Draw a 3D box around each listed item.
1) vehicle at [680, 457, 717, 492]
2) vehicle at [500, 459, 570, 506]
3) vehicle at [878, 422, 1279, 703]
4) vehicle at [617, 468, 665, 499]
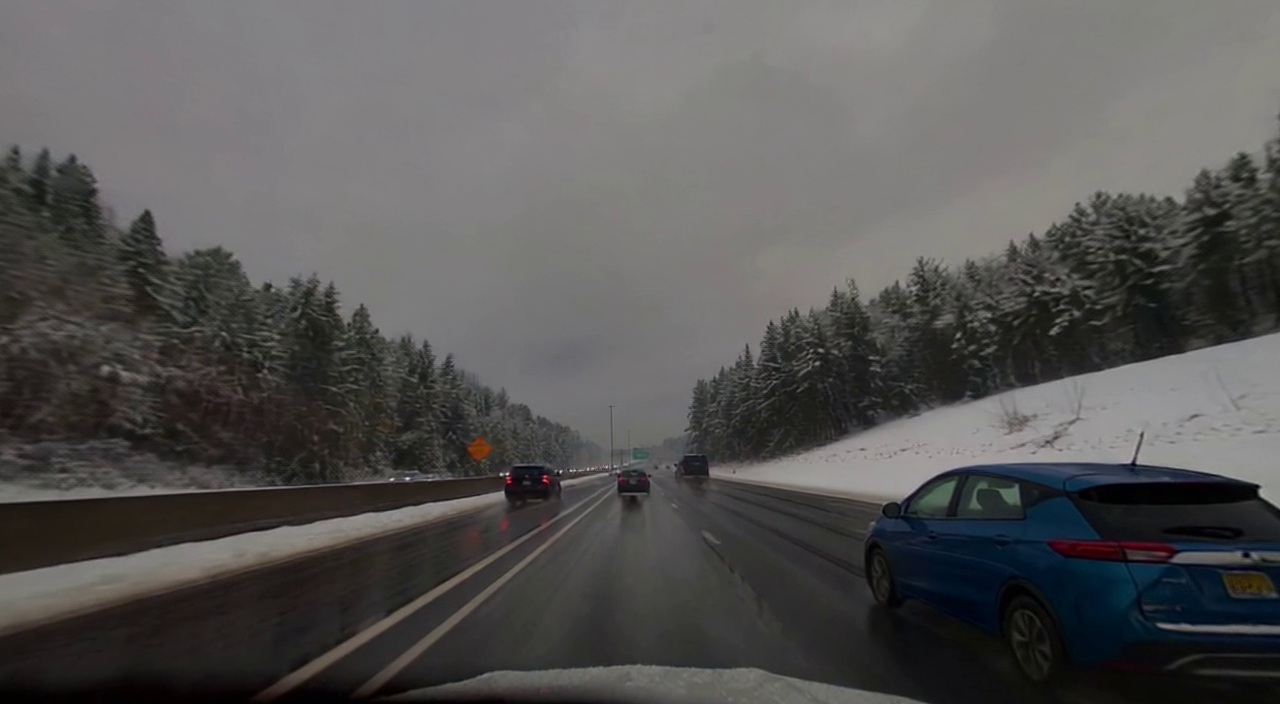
[{"bbox_3d":[3.870,8.188,42.149,2.030,2.172,3.621,1,-10,-1],"label":"vehicle"},{"bbox_3d":[-4.157,5.268,25.662,2.021,1.706,4.247,1,-10,0],"label":"vehicle"},{"bbox_3d":[3.528,1.455,4.724,1.938,1.561,3.786,1,-10,-1],"label":"vehicle"},{"bbox_3d":[0.028,6.579,31.736,2.241,1.425,3.973,1,-10,0],"label":"vehicle"}]
